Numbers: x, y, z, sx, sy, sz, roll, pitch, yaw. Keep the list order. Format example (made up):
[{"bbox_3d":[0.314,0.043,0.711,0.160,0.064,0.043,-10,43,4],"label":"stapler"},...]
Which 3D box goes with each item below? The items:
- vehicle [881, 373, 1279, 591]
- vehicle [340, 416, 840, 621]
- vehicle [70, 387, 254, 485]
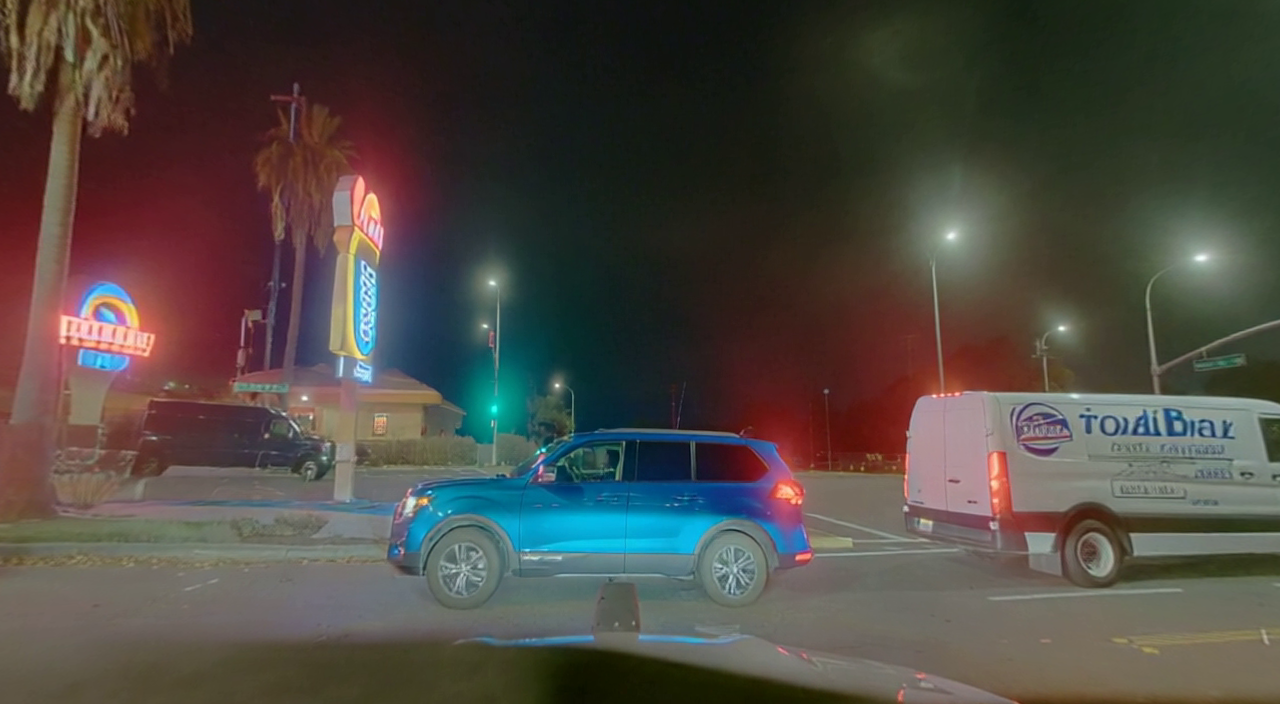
[{"bbox_3d":[6.644,1.540,8.036,6.246,2.202,2.277,1,-9,-7],"label":"vehicle"},{"bbox_3d":[-0.483,1.627,6.848,4.493,1.728,2.137,1,-9,-9],"label":"vehicle"},{"bbox_3d":[-21.664,3.968,29.436,3.034,3.929,7.699,1,-9,-6],"label":"vehicle"}]
